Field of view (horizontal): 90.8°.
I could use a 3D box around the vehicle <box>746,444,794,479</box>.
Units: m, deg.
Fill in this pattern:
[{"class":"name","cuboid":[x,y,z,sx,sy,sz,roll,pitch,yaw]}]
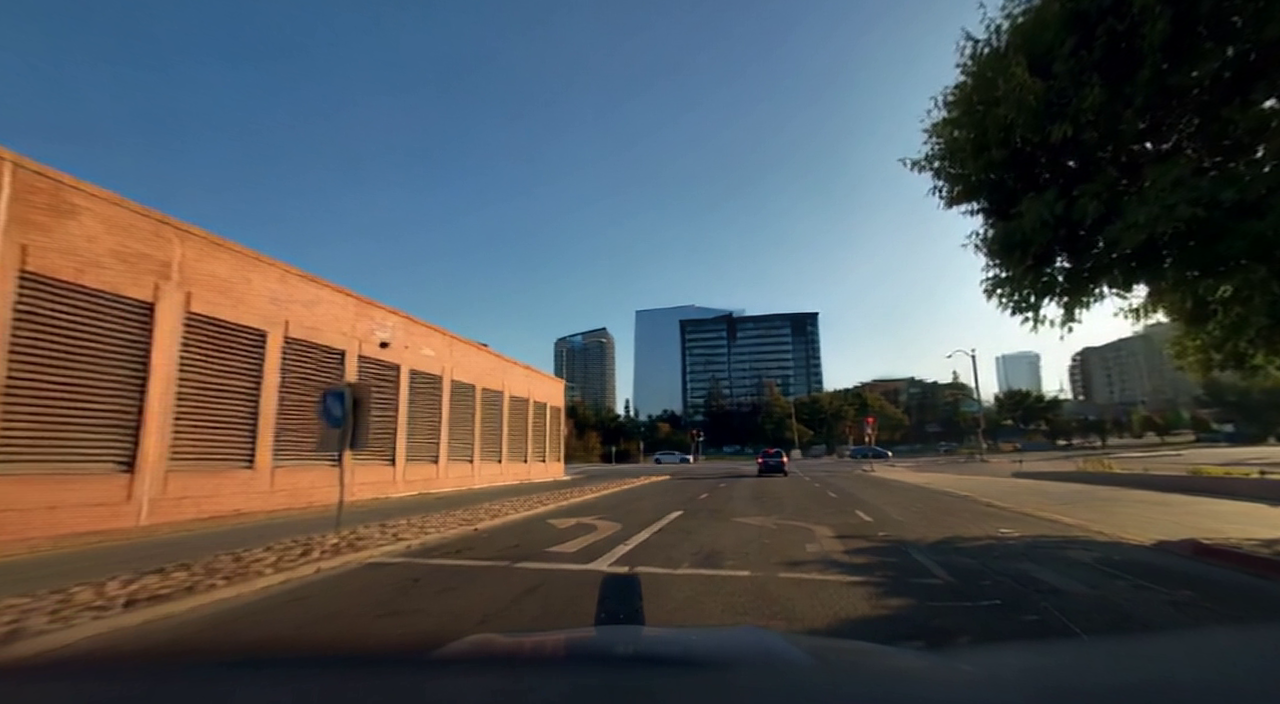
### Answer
[{"class":"vehicle","cuboid":[6.770,5.607,32.689,2.218,1.657,4.551,-1,-9,12]}]
